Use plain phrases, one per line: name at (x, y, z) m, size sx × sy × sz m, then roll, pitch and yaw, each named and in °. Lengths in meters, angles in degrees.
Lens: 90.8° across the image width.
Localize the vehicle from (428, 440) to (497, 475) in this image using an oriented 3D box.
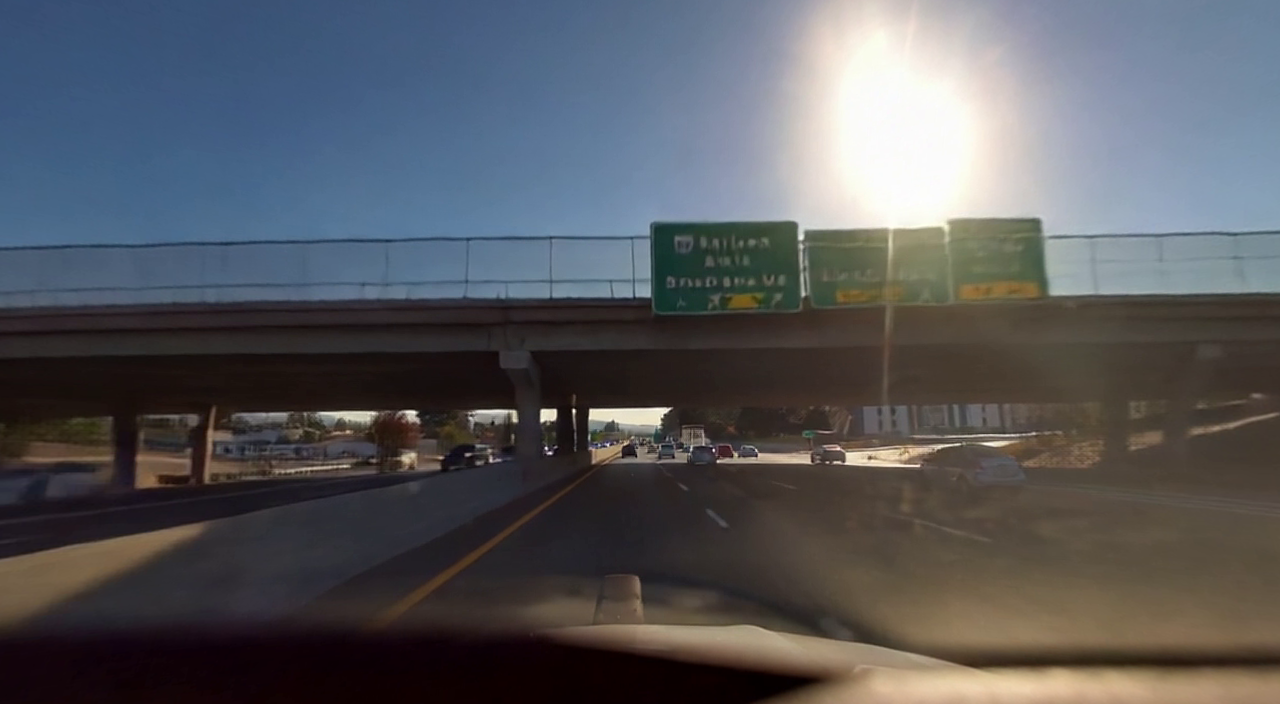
vehicle at (-10.178, 6.088, 36.754) m, size 2.274 × 1.881 × 5.749 m, roll 0°, pitch -8°, yaw 1°

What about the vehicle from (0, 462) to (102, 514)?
vehicle at (-20.625, 4.396, 20.552) m, size 2.057 × 1.475 × 4.785 m, roll 0°, pitch -8°, yaw 0°

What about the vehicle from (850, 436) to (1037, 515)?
vehicle at (6.600, 2.710, 14.457) m, size 1.952 × 1.489 × 4.483 m, roll 0°, pitch -8°, yaw -2°

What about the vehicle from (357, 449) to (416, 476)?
vehicle at (-16.952, 7.407, 42.522) m, size 2.078 × 1.637 × 4.517 m, roll 0°, pitch -8°, yaw 0°

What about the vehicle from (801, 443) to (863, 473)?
vehicle at (10.005, 5.524, 33.226) m, size 1.838 × 1.440 × 4.121 m, roll 0°, pitch -8°, yaw -2°

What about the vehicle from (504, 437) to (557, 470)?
vehicle at (-6.711, 6.297, 39.418) m, size 2.218 × 1.829 × 5.584 m, roll 0°, pitch -8°, yaw 1°

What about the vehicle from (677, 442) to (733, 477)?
vehicle at (2.968, 5.024, 29.854) m, size 1.993 × 1.507 × 4.594 m, roll 0°, pitch -8°, yaw -2°
